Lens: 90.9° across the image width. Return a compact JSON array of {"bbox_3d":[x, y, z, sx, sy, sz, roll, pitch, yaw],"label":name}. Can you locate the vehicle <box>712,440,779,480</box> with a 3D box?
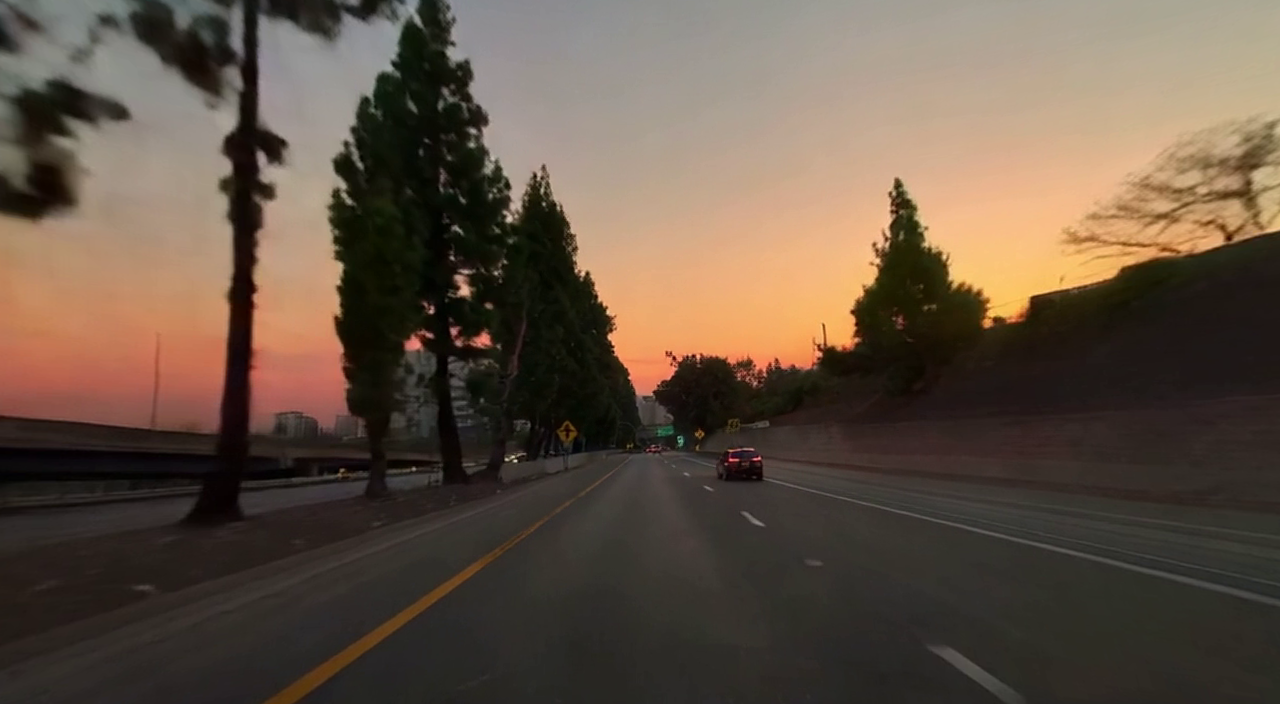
[{"bbox_3d":[4.328,4.519,26.620,2.042,1.518,4.477,0,-8,0],"label":"vehicle"}]
